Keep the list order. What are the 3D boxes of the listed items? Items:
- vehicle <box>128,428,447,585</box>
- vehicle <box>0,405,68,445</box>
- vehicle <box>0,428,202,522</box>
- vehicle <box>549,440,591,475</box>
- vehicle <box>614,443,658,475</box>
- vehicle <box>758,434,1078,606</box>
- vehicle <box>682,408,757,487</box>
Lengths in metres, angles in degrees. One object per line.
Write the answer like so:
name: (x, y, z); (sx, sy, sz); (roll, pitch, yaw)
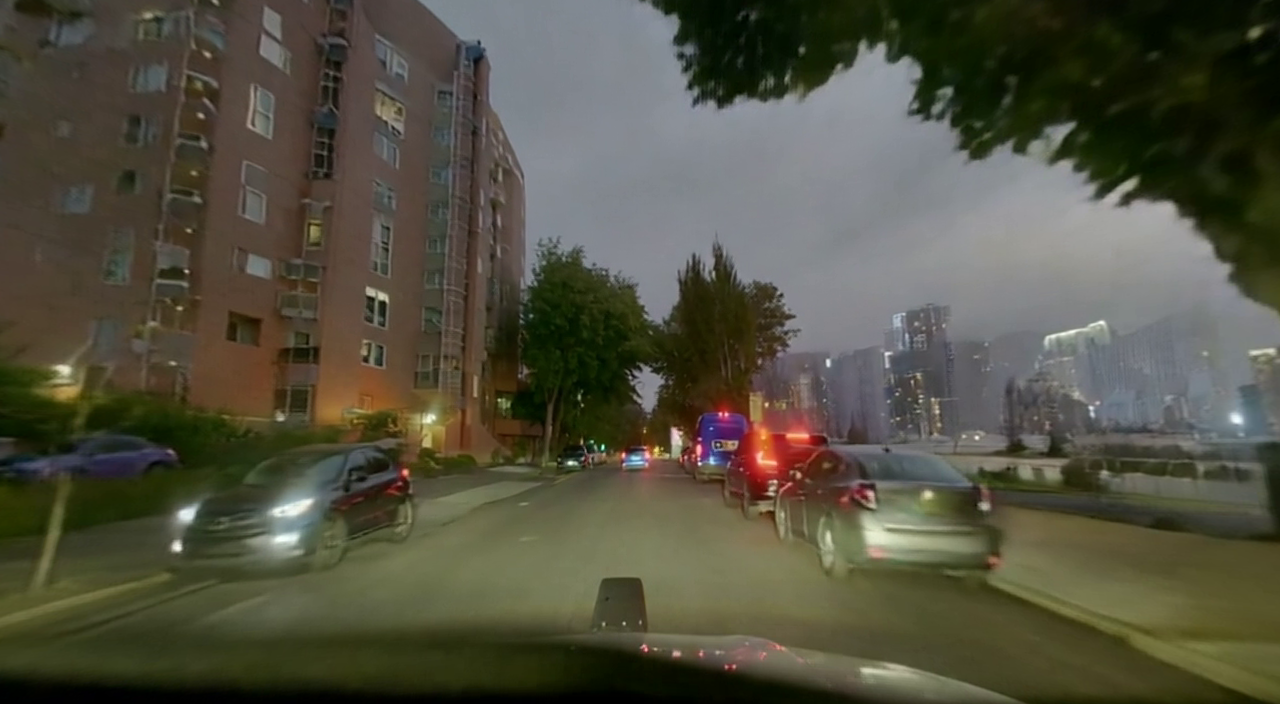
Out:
vehicle: (-4.674, 2.019, 9.418); (2.090, 1.497, 4.639); (1, -4, 0)
vehicle: (-39.454, 4.822, 40.945); (2.275, 2.455, 5.093); (5, -10, -32)
vehicle: (-11.102, 2.274, 12.164); (1.795, 1.513, 4.442); (-1, -8, 5)
vehicle: (-4.096, 6.208, 37.234); (1.951, 1.662, 4.046); (0, -4, 1)
vehicle: (-0.216, 5.421, 32.100); (2.095, 1.510, 3.605); (0, -8, 0)
vehicle: (2.803, 1.744, 7.514); (1.906, 1.471, 3.941); (0, -8, -2)
vehicle: (3.101, 3.892, 25.921); (2.245, 2.843, 5.762); (0, -8, -1)
